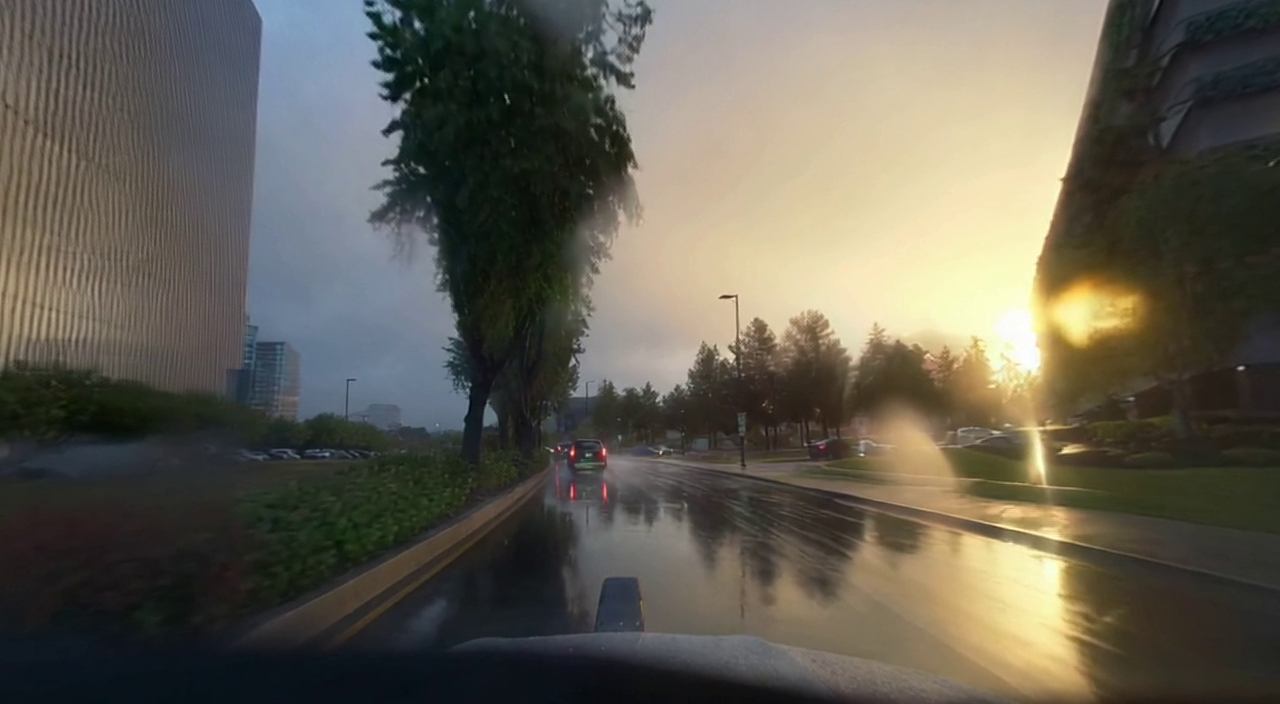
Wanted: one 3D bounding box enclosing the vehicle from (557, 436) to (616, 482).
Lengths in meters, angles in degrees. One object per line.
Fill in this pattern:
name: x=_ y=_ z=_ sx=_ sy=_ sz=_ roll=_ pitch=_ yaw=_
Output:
vehicle: x=-2.202 y=4.343 z=25.890 sx=2.183 sy=1.675 sz=4.319 roll=1 pitch=-8 yaw=-5
